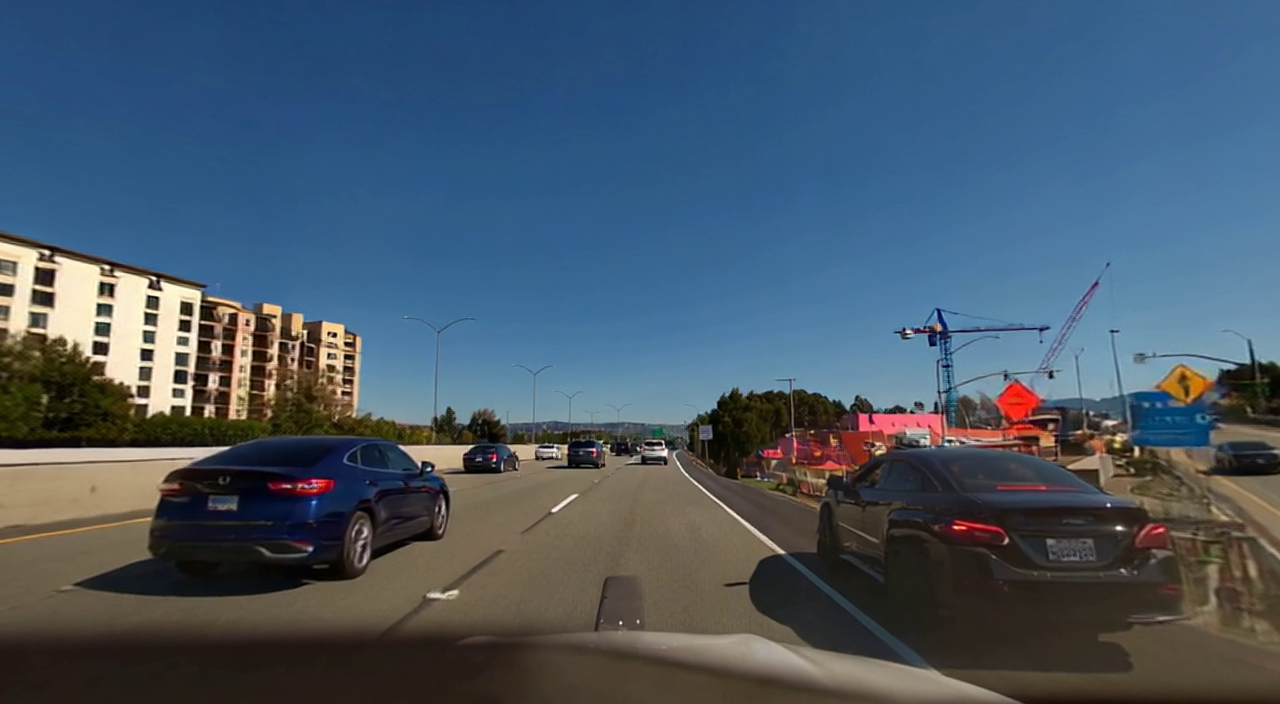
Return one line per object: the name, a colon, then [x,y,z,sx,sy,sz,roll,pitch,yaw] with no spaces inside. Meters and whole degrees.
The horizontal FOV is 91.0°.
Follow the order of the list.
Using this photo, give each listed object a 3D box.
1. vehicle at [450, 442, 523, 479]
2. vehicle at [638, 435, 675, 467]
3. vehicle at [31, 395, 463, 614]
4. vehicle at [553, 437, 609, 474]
vehicle: [-6.703,4.776,28.050,1.959,1.486,4.460,0,-8,2]
vehicle: [0.985,5.957,38.104,2.116,1.763,4.352,0,-8,2]
vehicle: [-3.759,1.530,7.266,2.045,1.710,4.382,0,-8,1]
vehicle: [-2.823,5.099,31.218,2.109,1.657,4.554,0,-8,3]
